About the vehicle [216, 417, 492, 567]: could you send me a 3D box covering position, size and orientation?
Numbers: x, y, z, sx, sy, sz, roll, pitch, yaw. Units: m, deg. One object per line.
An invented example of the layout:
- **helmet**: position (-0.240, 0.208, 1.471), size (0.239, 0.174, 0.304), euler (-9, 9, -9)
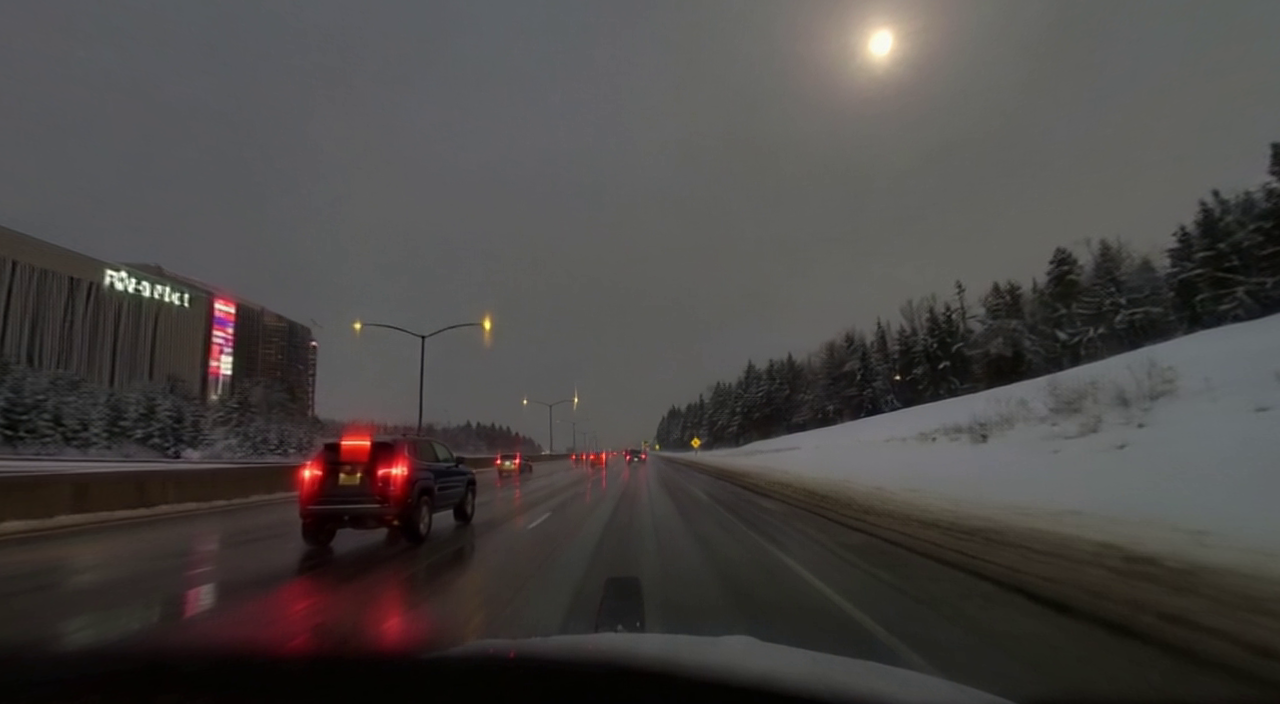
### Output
- **vehicle**: position (-3.878, 1.983, 9.674), size (2.059, 1.725, 4.521), euler (0, -9, 1)

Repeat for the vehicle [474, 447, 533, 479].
- **vehicle**: position (-7.215, 5.924, 33.886), size (1.998, 1.542, 4.953), euler (0, -9, 1)
